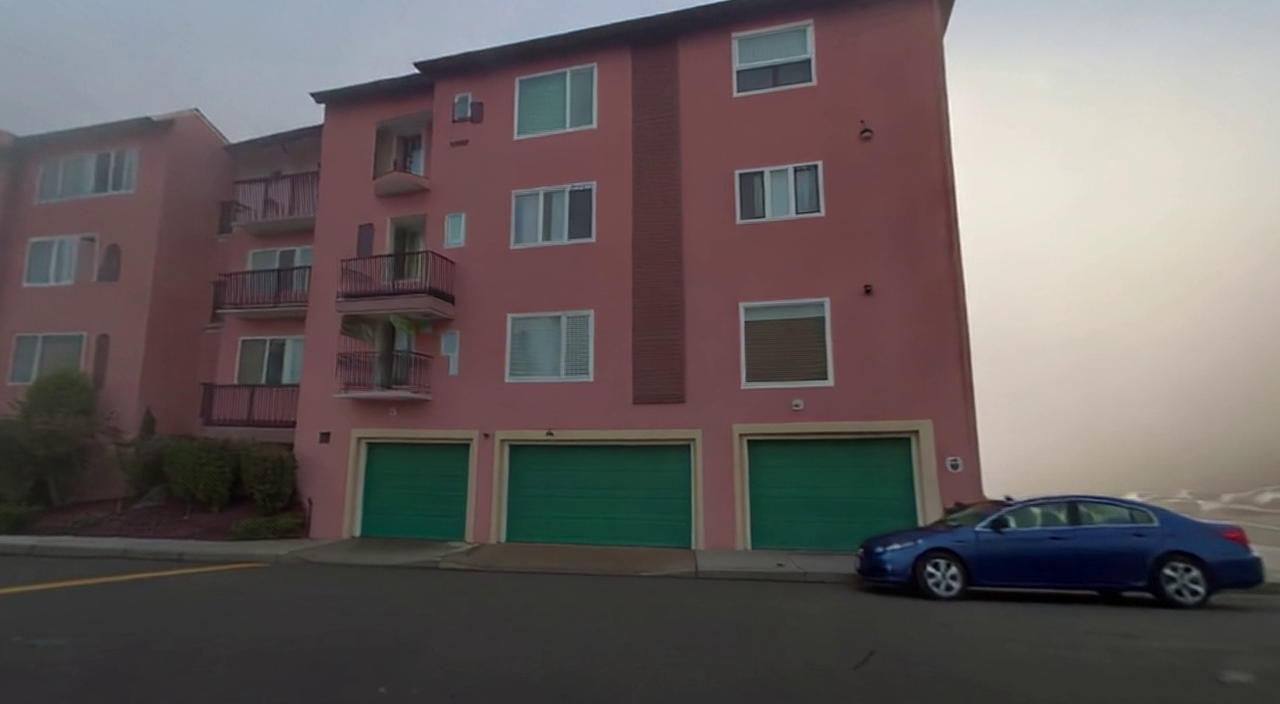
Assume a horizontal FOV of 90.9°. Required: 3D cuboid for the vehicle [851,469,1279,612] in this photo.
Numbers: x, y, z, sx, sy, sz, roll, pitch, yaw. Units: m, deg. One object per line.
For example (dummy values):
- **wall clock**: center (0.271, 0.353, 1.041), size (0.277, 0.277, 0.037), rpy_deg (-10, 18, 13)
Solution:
- **vehicle**: center (5.304, 2.288, 8.118), size (4.697, 1.444, 1.825), rpy_deg (-3, -10, 13)
